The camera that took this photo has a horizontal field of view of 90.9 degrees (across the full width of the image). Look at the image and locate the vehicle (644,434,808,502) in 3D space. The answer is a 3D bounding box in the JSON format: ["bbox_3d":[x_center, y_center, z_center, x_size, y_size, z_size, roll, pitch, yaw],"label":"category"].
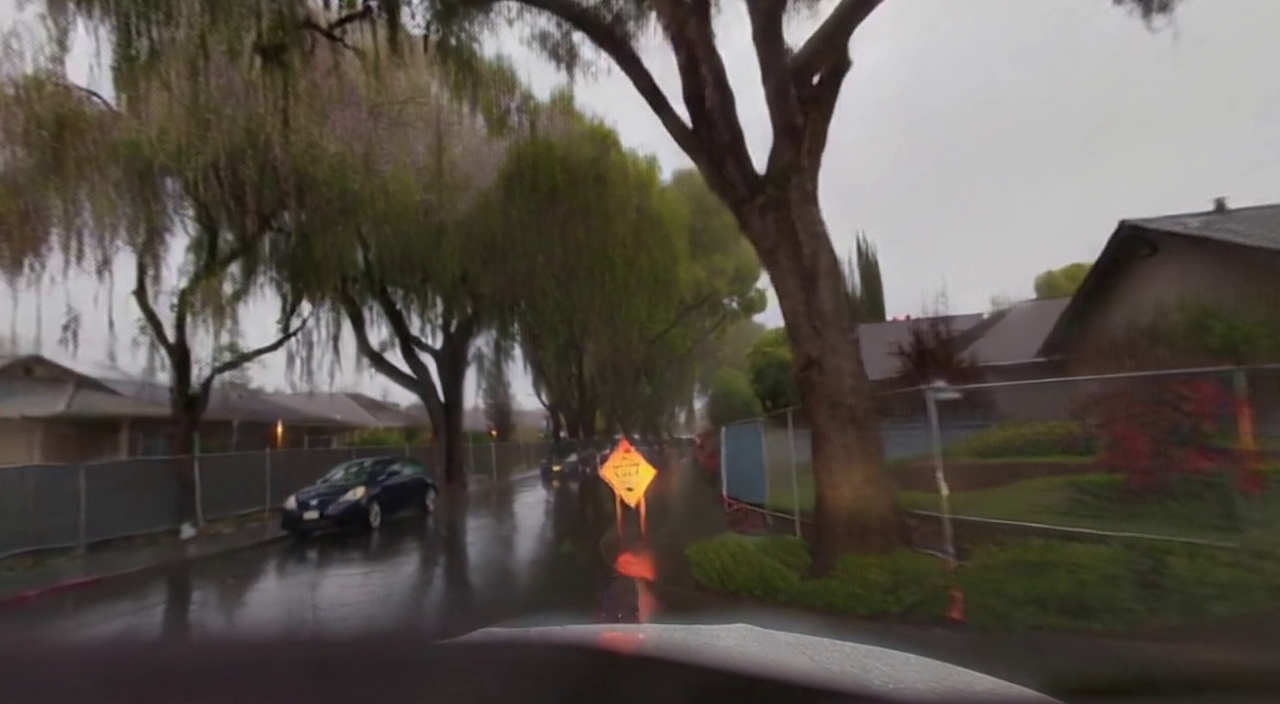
[{"bbox_3d":[2.226,2.798,15.747,4.070,1.436,1.827,6,-10,-42],"label":"vehicle"}]

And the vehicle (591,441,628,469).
[{"bbox_3d":[-1.894,6.521,40.305,1.765,1.493,4.130,2,-6,6],"label":"vehicle"}]

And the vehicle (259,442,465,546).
[{"bbox_3d":[-5.291,2.694,12.731,1.899,1.524,4.082,2,-6,7],"label":"vehicle"}]

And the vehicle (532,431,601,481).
[{"bbox_3d":[-3.338,4.787,29.601,2.042,1.937,4.960,2,-6,7],"label":"vehicle"}]
